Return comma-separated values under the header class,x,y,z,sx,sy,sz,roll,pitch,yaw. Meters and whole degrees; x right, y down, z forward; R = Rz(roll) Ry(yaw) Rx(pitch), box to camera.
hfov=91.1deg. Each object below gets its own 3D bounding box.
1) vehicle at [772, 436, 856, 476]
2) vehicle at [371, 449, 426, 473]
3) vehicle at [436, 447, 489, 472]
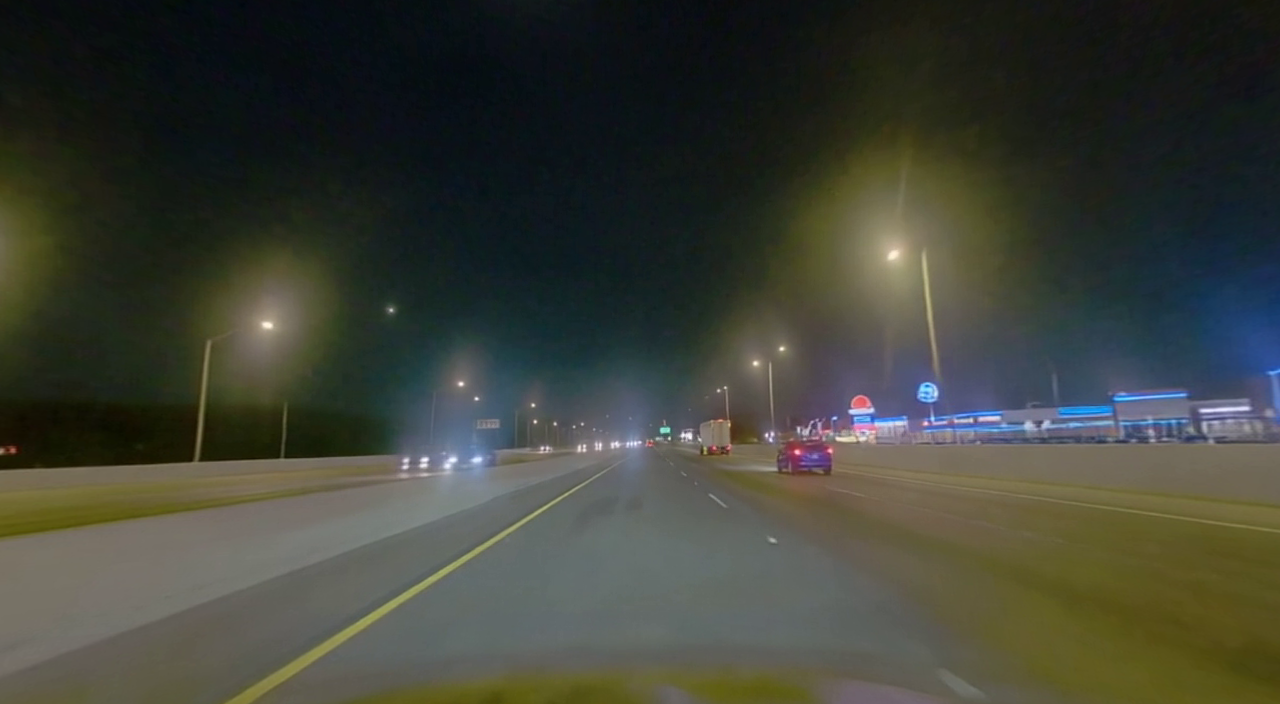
class,x,y,z,sx,sy,sz,roll,pitch,yaw
vehicle,7.267,4.392,26.811,2.079,1.518,5.032,0,-8,-1
vehicle,-16.767,7.563,43.793,1.952,1.507,4.377,0,-8,3
vehicle,-11.422,6.916,40.784,1.958,1.502,4.841,0,-8,1
